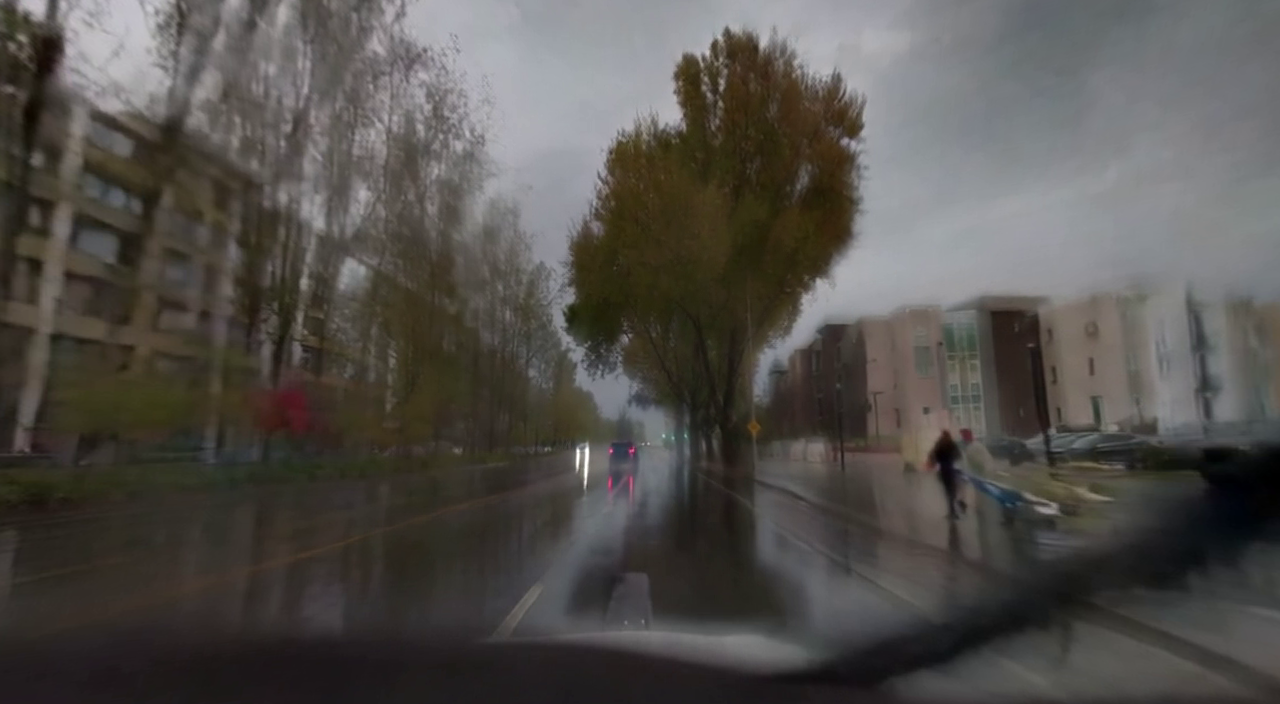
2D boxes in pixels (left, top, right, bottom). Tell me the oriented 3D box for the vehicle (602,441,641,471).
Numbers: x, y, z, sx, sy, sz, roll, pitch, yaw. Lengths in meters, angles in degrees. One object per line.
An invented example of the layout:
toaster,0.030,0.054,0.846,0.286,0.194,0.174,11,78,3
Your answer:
vehicle,-1.134,6.828,41.623,2.294,1.859,5.127,0,-9,2
